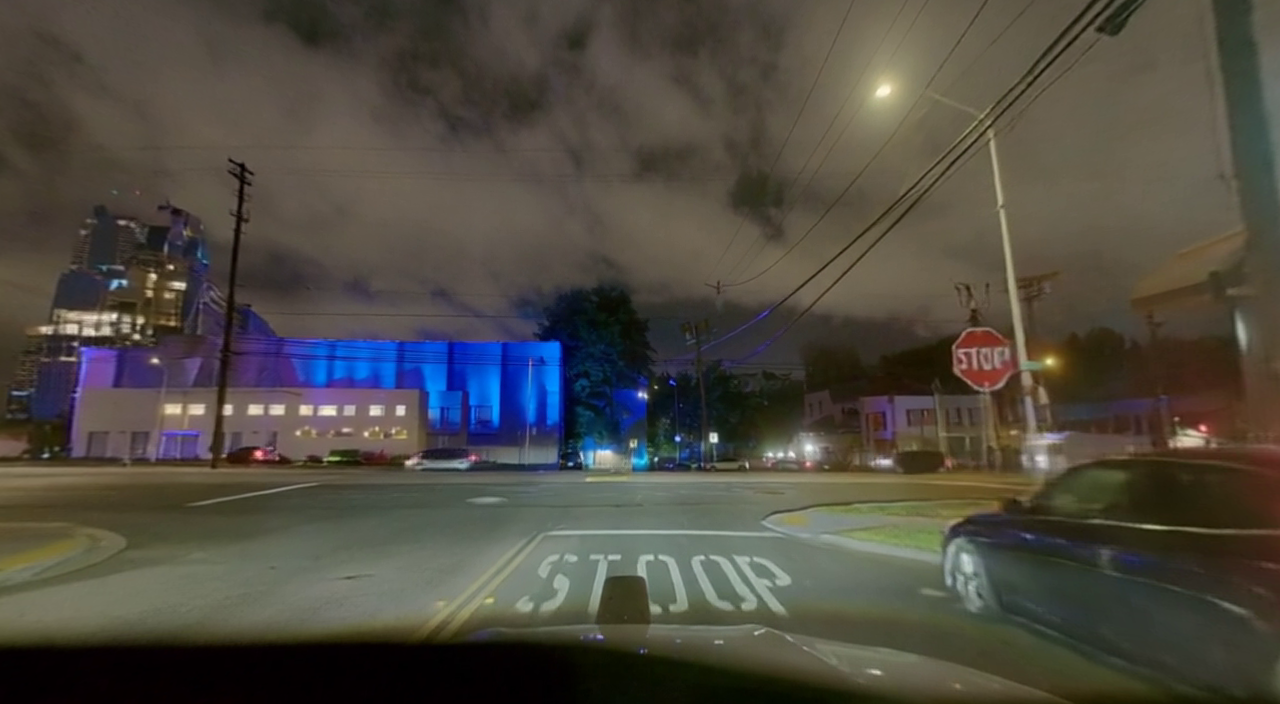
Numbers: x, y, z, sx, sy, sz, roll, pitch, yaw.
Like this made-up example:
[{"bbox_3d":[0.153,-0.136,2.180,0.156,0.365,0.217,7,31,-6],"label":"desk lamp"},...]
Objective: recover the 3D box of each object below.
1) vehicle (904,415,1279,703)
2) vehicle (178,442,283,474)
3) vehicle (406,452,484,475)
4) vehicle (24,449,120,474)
[{"bbox_3d":[3.623,1.171,3.630,2.041,1.495,4.815,0,-8,-1],"label":"vehicle"},{"bbox_3d":[-23.800,6.178,36.790,4.689,1.803,1.958,0,-9,-2],"label":"vehicle"},{"bbox_3d":[-13.482,7.721,43.787,4.869,1.517,1.819,0,-9,-2],"label":"vehicle"},{"bbox_3d":[-38.633,7.453,42.977,4.440,1.671,2.036,0,-9,-2],"label":"vehicle"}]
